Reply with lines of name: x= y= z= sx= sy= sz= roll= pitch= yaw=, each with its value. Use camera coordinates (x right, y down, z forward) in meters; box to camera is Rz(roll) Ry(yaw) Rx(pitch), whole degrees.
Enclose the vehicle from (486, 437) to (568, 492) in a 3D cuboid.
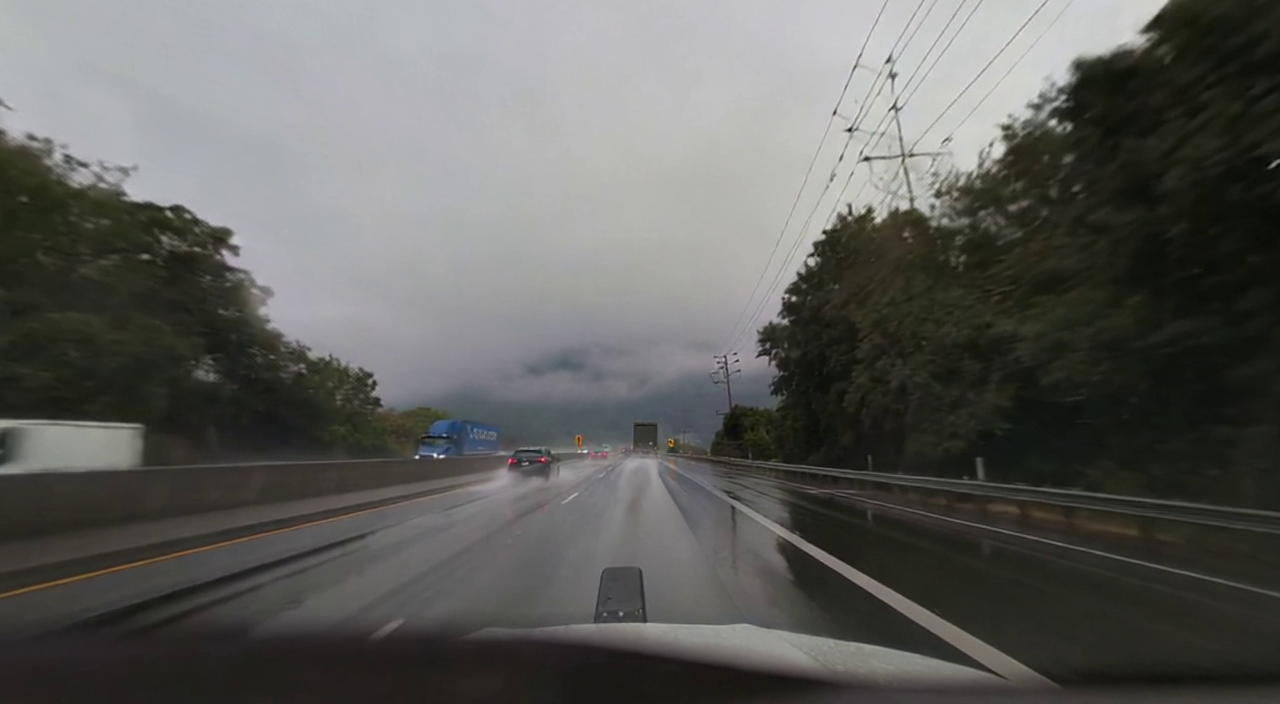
vehicle: x=-3.874 y=3.942 z=22.404 sx=2.111 sy=1.735 sz=4.066 roll=0 pitch=-9 yaw=1
